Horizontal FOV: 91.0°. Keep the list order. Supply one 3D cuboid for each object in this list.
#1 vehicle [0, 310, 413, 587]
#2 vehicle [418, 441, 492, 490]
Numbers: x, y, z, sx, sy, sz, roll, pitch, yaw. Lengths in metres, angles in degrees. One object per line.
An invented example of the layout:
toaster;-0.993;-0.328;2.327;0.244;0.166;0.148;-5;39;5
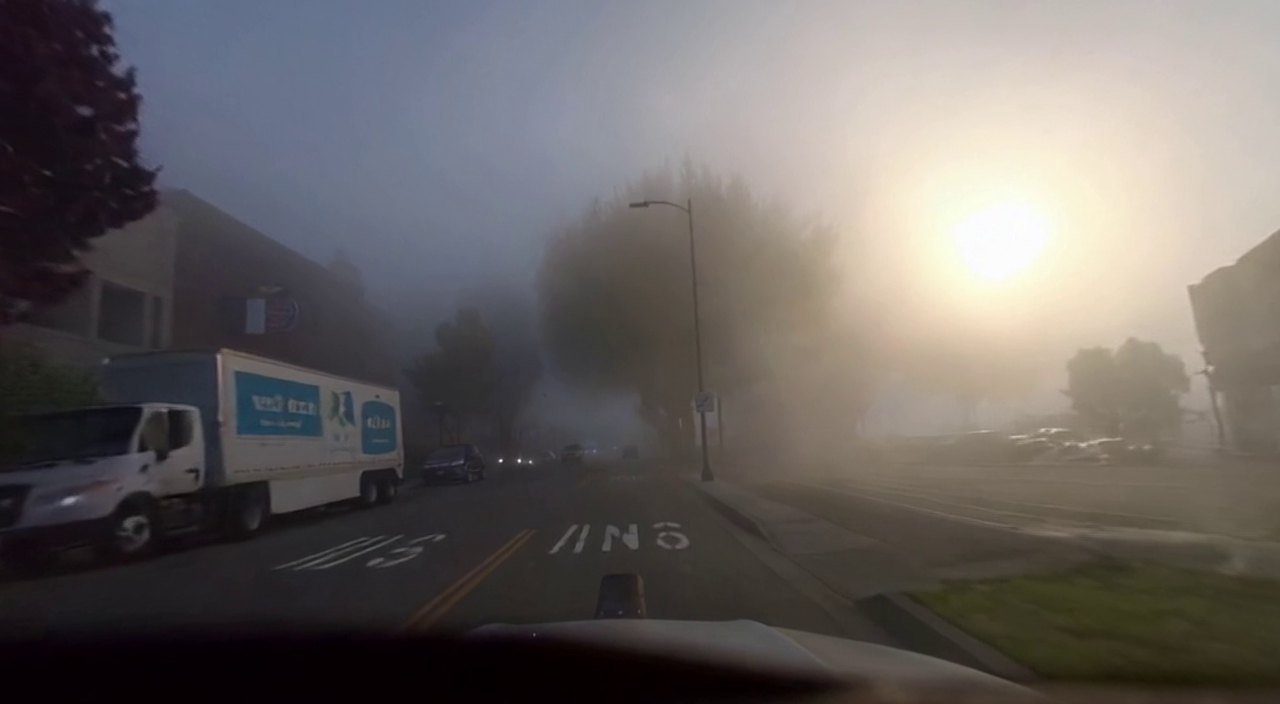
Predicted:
vehicle;-9.049;2.036;14.794;2.986;3.768;11.697;-6;-6;-1
vehicle;-7.878;4.831;27.204;1.950;1.743;4.312;-2;-7;-1
